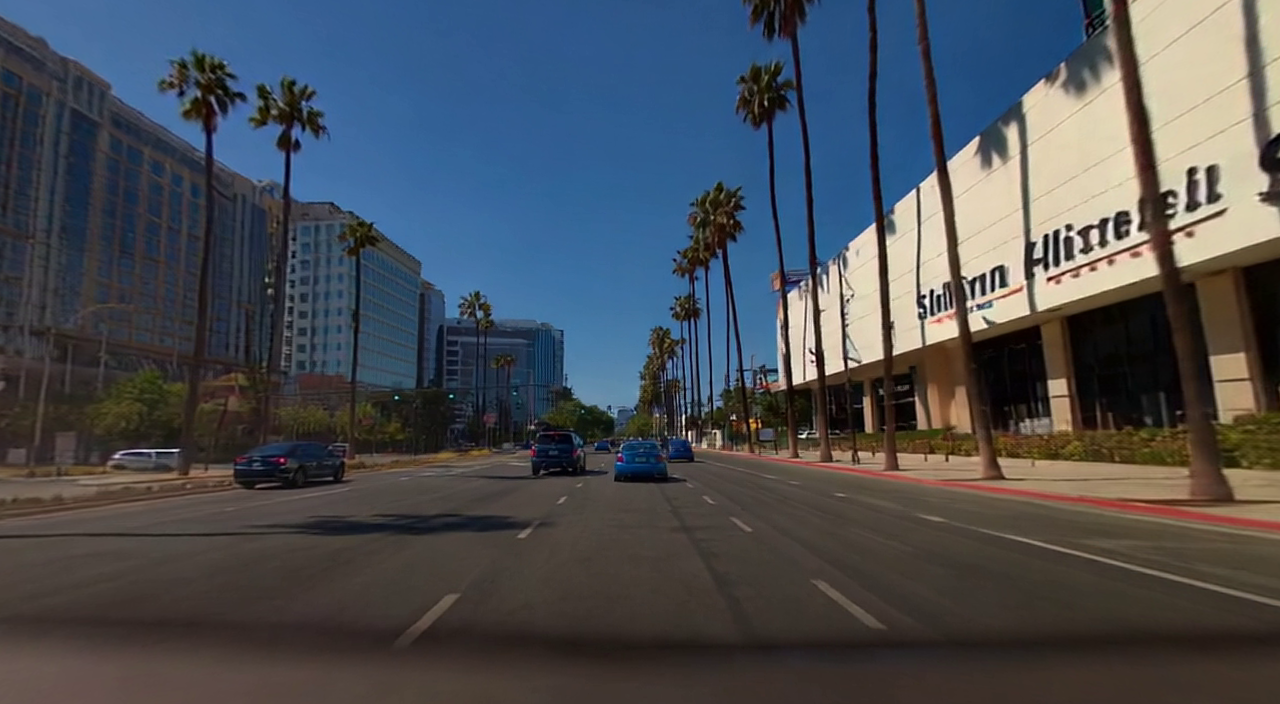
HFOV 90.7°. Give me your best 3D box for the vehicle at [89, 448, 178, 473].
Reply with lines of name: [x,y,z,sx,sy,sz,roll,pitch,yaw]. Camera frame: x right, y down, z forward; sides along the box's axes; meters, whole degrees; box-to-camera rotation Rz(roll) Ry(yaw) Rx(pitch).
vehicle: [-34.510,7.392,43.210,4.278,1.652,2.100,-1,-9,3]

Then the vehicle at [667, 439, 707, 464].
vehicle: [2.895,6.312,40.182,2.085,1.482,4.491,0,-9,-2]

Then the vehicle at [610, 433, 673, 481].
vehicle: [0.012,3.939,23.875,2.160,1.615,4.117,0,-9,-1]

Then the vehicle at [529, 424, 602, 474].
vehicle: [-3.316,4.521,29.514,2.672,2.064,5.681,0,-9,0]
